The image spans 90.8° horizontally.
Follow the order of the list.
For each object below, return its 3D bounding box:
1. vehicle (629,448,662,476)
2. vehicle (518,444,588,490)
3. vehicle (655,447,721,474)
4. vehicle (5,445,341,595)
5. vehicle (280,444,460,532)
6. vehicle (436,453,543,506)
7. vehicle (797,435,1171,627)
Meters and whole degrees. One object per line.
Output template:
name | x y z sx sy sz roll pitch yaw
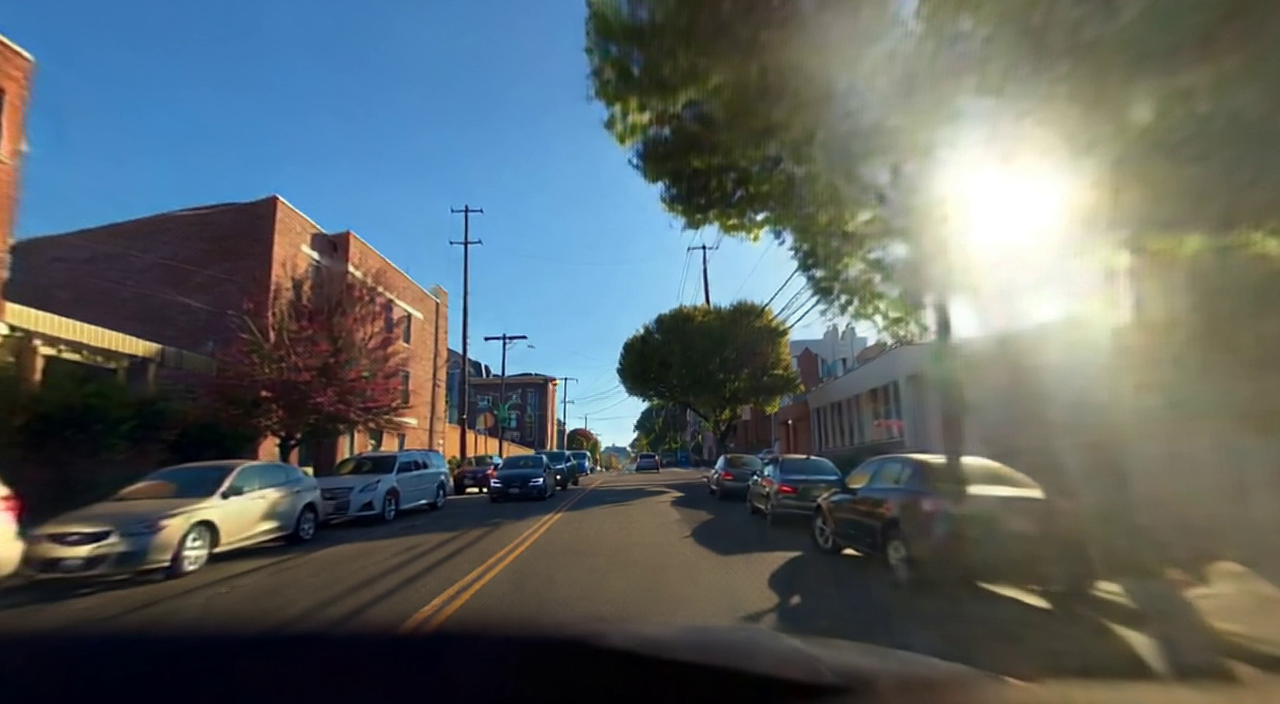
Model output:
vehicle | 0.400 7.178 41.454 2.059 1.736 3.994 0 -9 1
vehicle | -3.762 5.061 28.217 2.236 1.834 4.743 -1 -9 3
vehicle | 3.755 8.341 48.735 5.167 1.895 2.140 7 -11 -42
vehicle | -6.680 2.351 9.867 1.925 1.759 4.396 0 -9 -2
vehicle | -6.703 3.398 16.683 2.263 1.882 5.706 0 -9 0
vehicle | -5.198 4.212 21.357 1.994 1.510 4.802 5 -10 -32
vehicle | 3.385 1.798 7.404 1.895 1.553 4.235 0 -9 -1
